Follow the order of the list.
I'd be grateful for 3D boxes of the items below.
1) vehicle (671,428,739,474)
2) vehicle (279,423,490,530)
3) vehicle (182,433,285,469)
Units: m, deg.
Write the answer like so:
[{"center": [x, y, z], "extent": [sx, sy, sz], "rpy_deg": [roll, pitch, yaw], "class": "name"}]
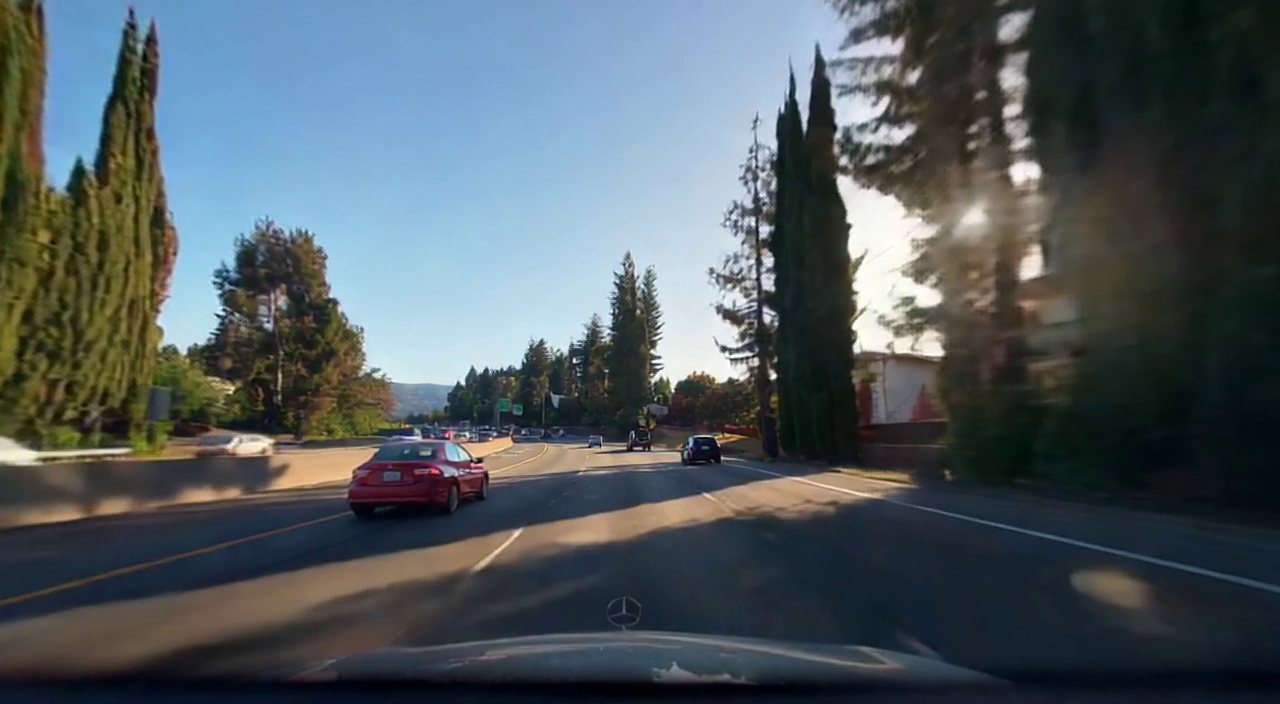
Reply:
[{"center": [2.528, 3.966, 25.476], "extent": [2.092, 1.686, 4.188], "rpy_deg": [0, -8, -3], "class": "vehicle"}, {"center": [-4.268, 2.146, 11.462], "extent": [2.036, 1.528, 4.400], "rpy_deg": [0, -8, -1], "class": "vehicle"}, {"center": [-17.686, 4.330, 27.632], "extent": [1.910, 1.461, 3.908], "rpy_deg": [0, -8, 0], "class": "vehicle"}]
